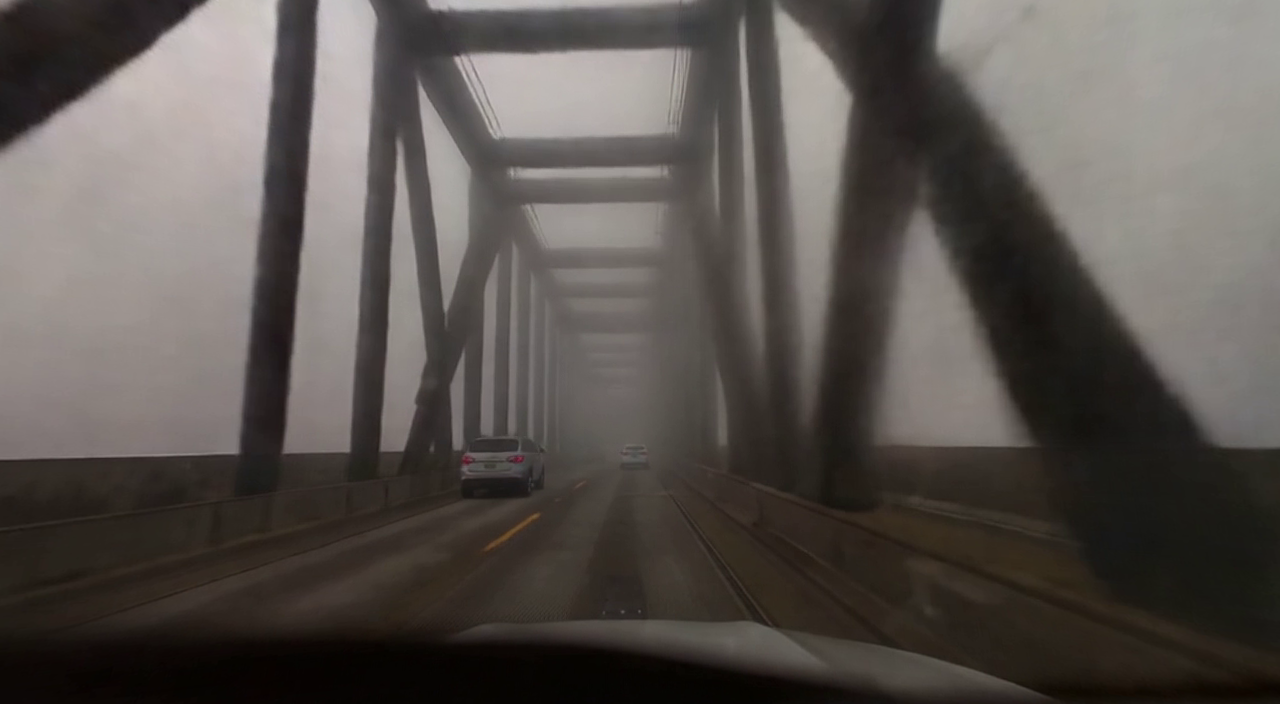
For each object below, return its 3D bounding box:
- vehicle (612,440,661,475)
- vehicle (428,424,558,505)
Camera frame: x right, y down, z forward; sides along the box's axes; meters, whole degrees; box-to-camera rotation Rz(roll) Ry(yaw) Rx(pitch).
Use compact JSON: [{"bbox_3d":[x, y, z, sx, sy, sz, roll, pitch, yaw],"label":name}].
[{"bbox_3d":[-0.157,4.765,28.699,2.048,1.450,3.973,0,-8,0],"label":"vehicle"},{"bbox_3d":[-3.620,2.888,16.633,2.190,1.807,4.741,-1,-8,1],"label":"vehicle"}]
